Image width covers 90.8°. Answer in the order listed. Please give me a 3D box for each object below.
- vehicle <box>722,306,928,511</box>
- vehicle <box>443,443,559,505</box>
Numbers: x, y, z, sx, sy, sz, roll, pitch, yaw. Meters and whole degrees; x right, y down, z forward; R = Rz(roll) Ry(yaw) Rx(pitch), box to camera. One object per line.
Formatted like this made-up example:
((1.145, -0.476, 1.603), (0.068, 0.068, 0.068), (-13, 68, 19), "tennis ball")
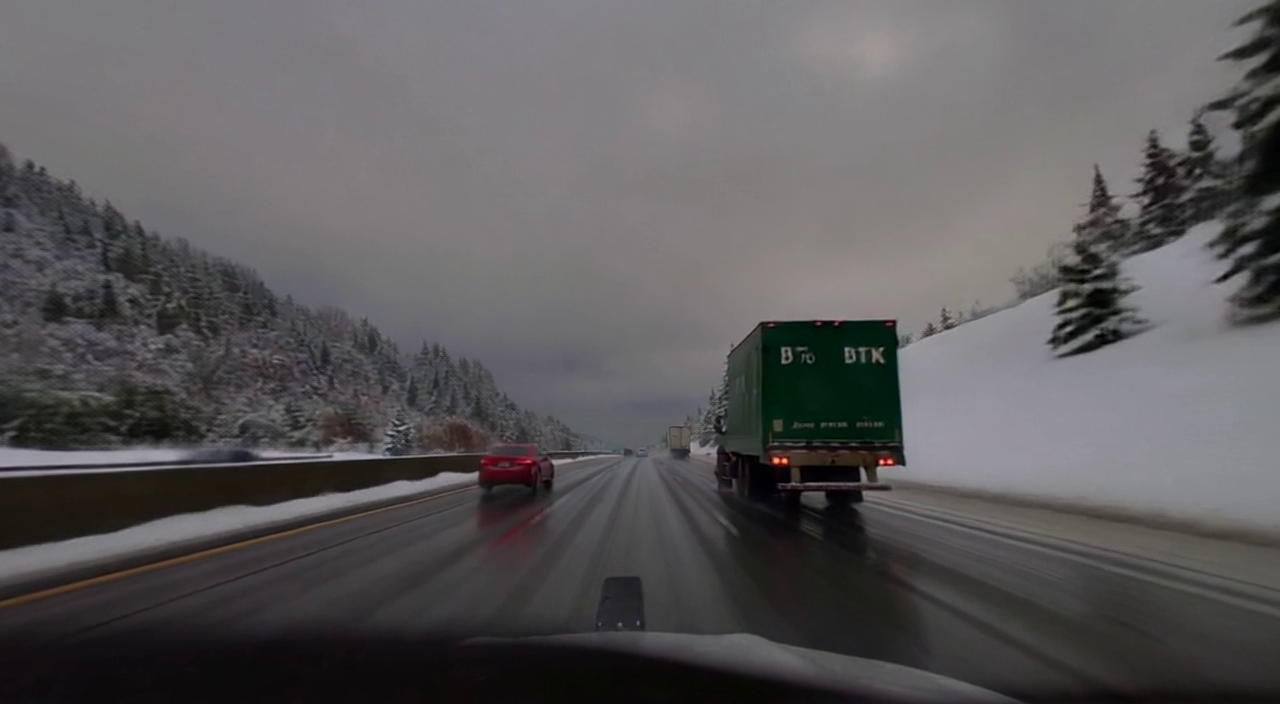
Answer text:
((4.003, 1.548, 15.575), (2.999, 4.023, 6.337), (0, -9, -1), "vehicle")
((-3.745, 3.403, 18.099), (2.060, 1.475, 5.314), (0, -9, 1), "vehicle")
